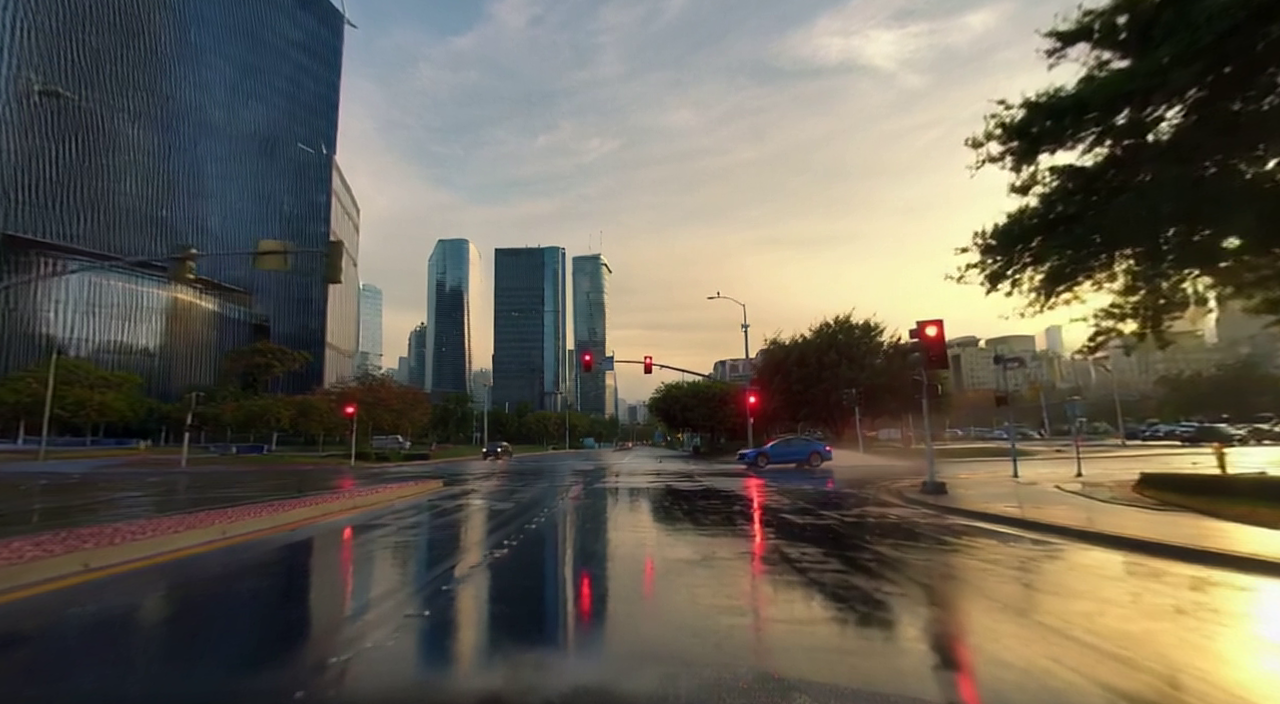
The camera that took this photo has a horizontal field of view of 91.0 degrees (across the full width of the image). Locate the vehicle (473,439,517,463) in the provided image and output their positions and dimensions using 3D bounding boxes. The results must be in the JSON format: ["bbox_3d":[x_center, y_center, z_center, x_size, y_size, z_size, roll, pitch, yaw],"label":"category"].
[{"bbox_3d":[-11.387,7.822,49.794,2.069,1.771,4.947,0,-9,3],"label":"vehicle"}]

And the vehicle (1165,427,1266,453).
[{"bbox_3d":[40.629,6.262,44.549,4.625,1.741,2.395,0,-9,3],"label":"vehicle"}]

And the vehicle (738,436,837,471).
[{"bbox_3d":[7.092,4.919,30.551,4.218,1.572,2.065,1,-9,-5],"label":"vehicle"}]
